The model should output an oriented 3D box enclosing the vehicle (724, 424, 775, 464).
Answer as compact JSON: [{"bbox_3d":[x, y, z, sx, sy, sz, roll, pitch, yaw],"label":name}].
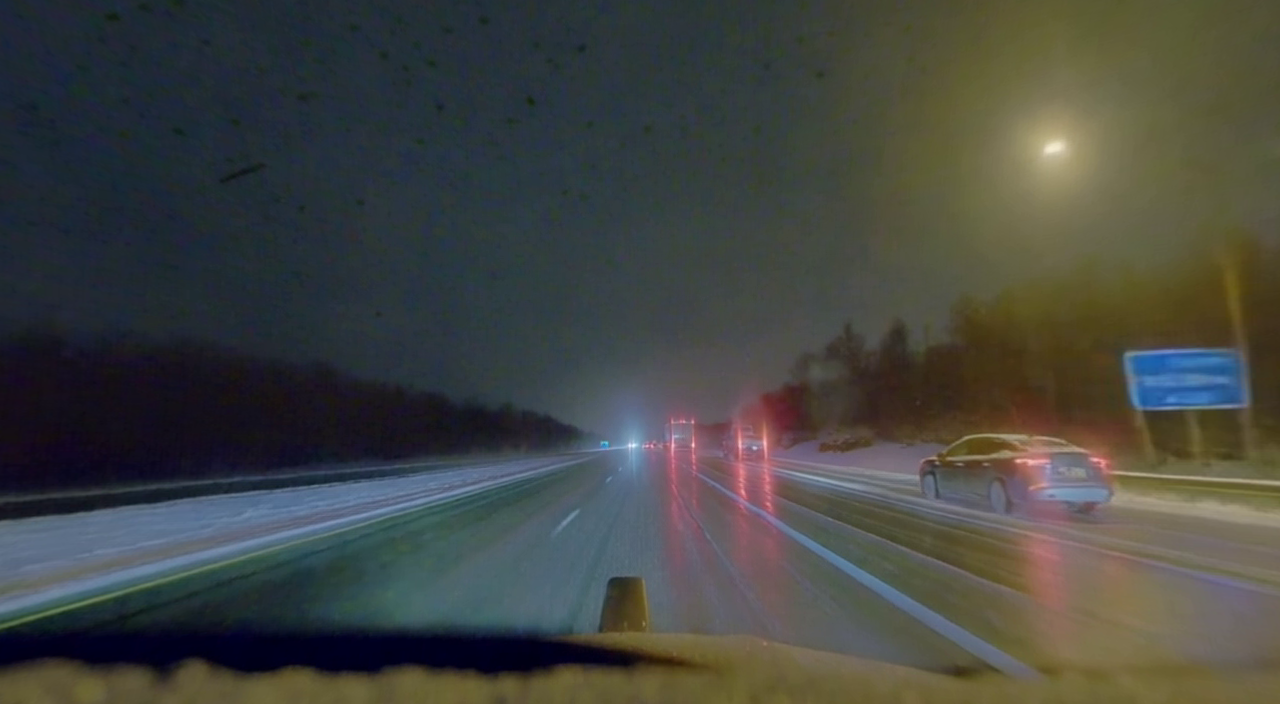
[{"bbox_3d":[8.089,6.865,47.147,2.474,2.730,7.349,0,-8,0],"label":"vehicle"}]
